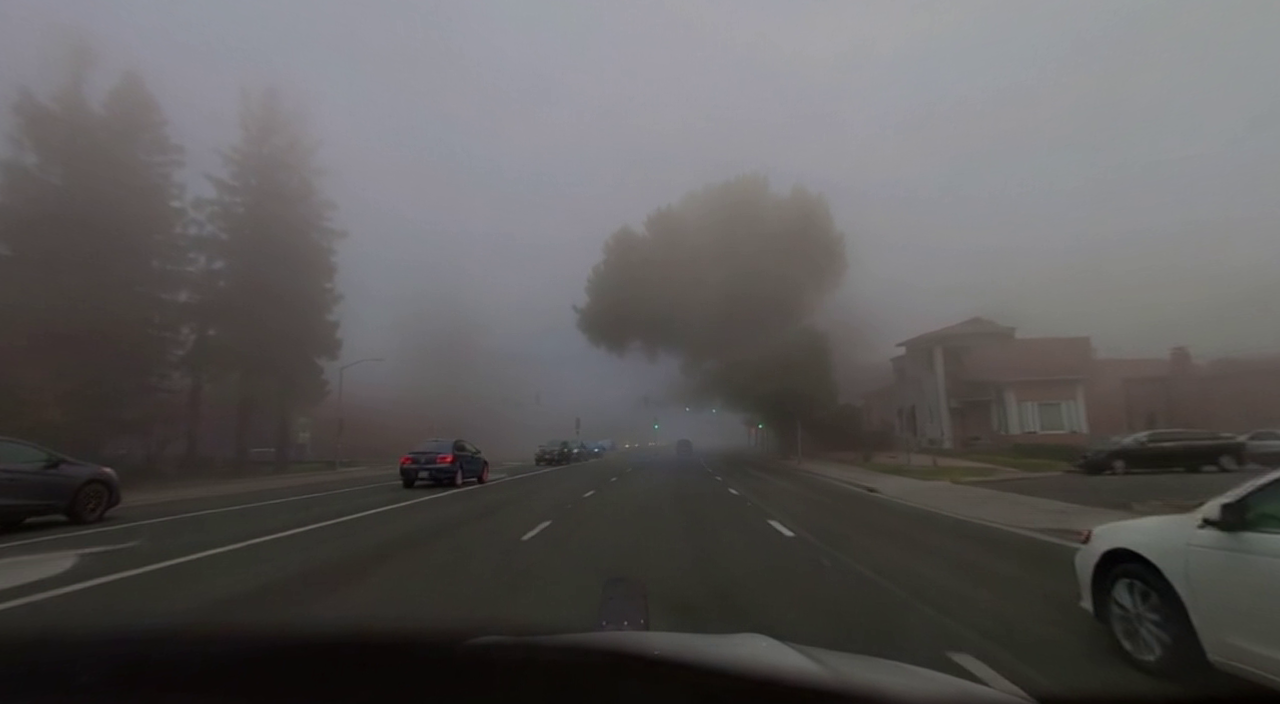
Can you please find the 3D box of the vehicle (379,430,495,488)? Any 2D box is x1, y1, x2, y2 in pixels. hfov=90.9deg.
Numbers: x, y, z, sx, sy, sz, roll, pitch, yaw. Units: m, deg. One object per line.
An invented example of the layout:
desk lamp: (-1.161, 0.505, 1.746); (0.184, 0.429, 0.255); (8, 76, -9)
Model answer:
vehicle: (-6.206, 3.318, 19.902); (1.988, 1.597, 4.404); (0, -8, 3)

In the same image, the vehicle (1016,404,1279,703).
vehicle: (3.851, 0.930, 2.395); (2.003, 1.494, 4.705); (0, -8, 1)

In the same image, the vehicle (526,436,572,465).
vehicle: (-5.341, 5.816, 37.460); (1.870, 1.616, 3.765); (-1, -8, 5)

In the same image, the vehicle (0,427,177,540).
vehicle: (-9.852, 1.966, 9.719); (1.951, 1.554, 4.444); (0, -8, 2)
